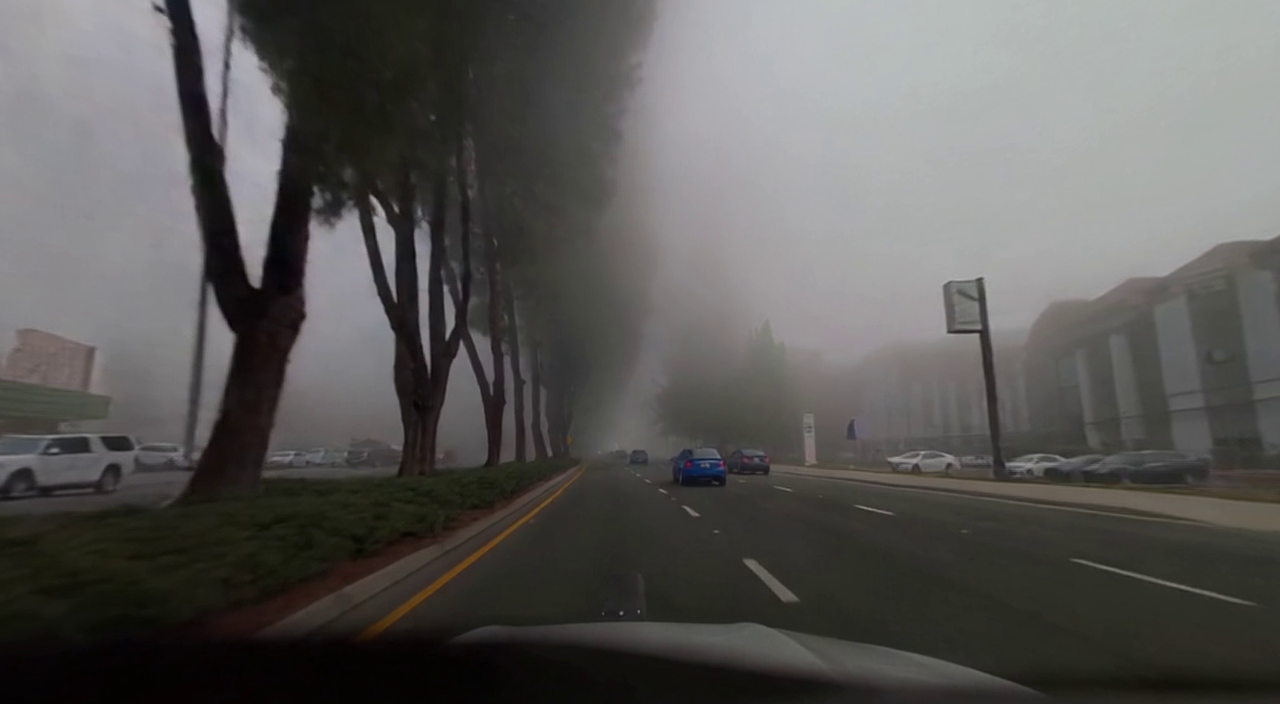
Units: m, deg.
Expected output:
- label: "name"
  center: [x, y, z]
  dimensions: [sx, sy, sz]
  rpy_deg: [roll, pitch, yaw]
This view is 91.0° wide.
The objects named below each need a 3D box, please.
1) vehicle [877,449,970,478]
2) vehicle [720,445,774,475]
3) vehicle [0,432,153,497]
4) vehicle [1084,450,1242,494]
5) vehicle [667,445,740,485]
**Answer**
- label: "vehicle"
  center: [15.924, 6.238, 35.360]
  dimensions: [4.486, 1.532, 1.939]
  rpy_deg: [3, -9, -16]
- label: "vehicle"
  center: [5.752, 5.868, 34.375]
  dimensions: [1.886, 1.528, 4.169]
  rpy_deg: [1, -9, -5]
- label: "vehicle"
  center: [-21.904, 4.068, 23.055]
  dimensions: [2.593, 2.075, 6.841]
  rpy_deg: [0, -9, 1]
- label: "vehicle"
  center: [19.331, 4.379, 23.317]
  dimensions: [4.646, 1.479, 2.070]
  rpy_deg: [2, -9, -15]
- label: "vehicle"
  center: [2.459, 4.532, 25.558]
  dimensions: [2.256, 1.451, 4.313]
  rpy_deg: [0, -9, -4]
